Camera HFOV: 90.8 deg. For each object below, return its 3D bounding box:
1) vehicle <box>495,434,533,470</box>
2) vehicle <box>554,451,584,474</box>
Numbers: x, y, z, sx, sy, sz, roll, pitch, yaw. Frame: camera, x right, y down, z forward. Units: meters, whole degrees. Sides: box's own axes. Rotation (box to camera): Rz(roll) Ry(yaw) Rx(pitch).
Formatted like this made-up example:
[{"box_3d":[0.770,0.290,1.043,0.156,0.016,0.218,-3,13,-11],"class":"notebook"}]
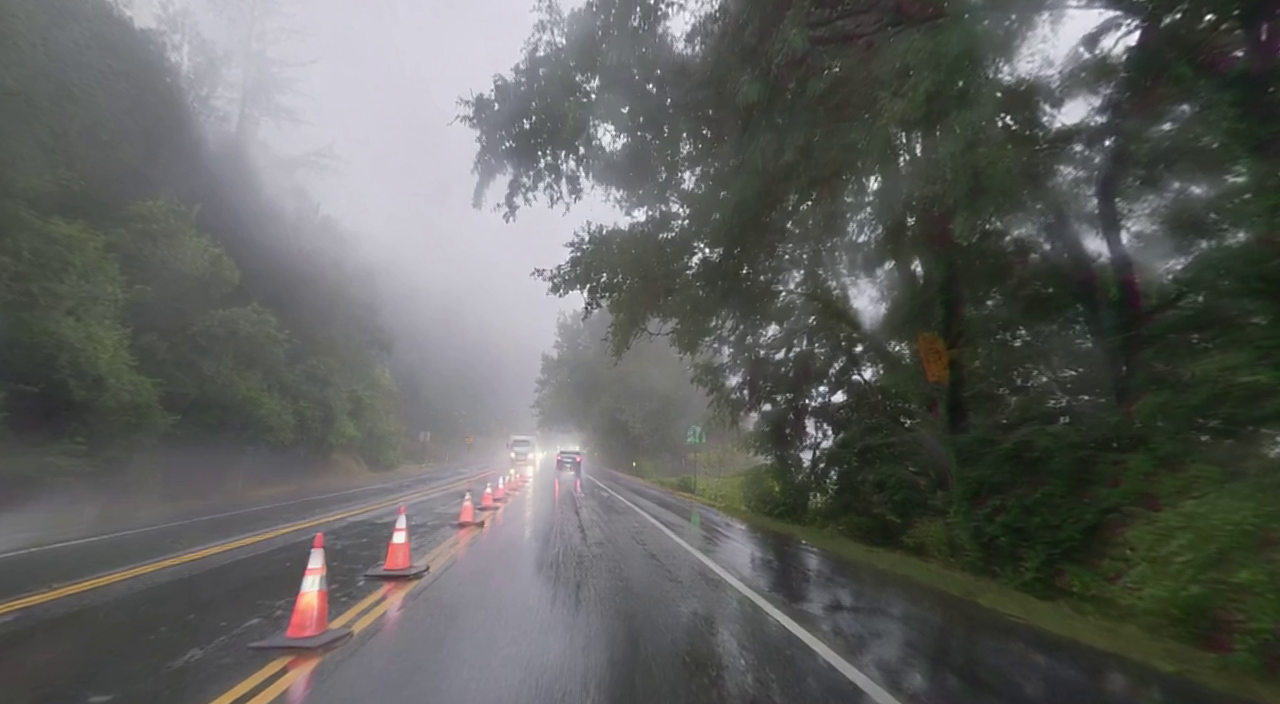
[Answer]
[{"box_3d":[-9.366,7.458,47.314,2.380,2.488,4.028,3,-9,-8],"class":"vehicle"},{"box_3d":[-5.172,7.974,45.701,2.013,1.481,4.356,1,-9,-8],"class":"vehicle"}]
